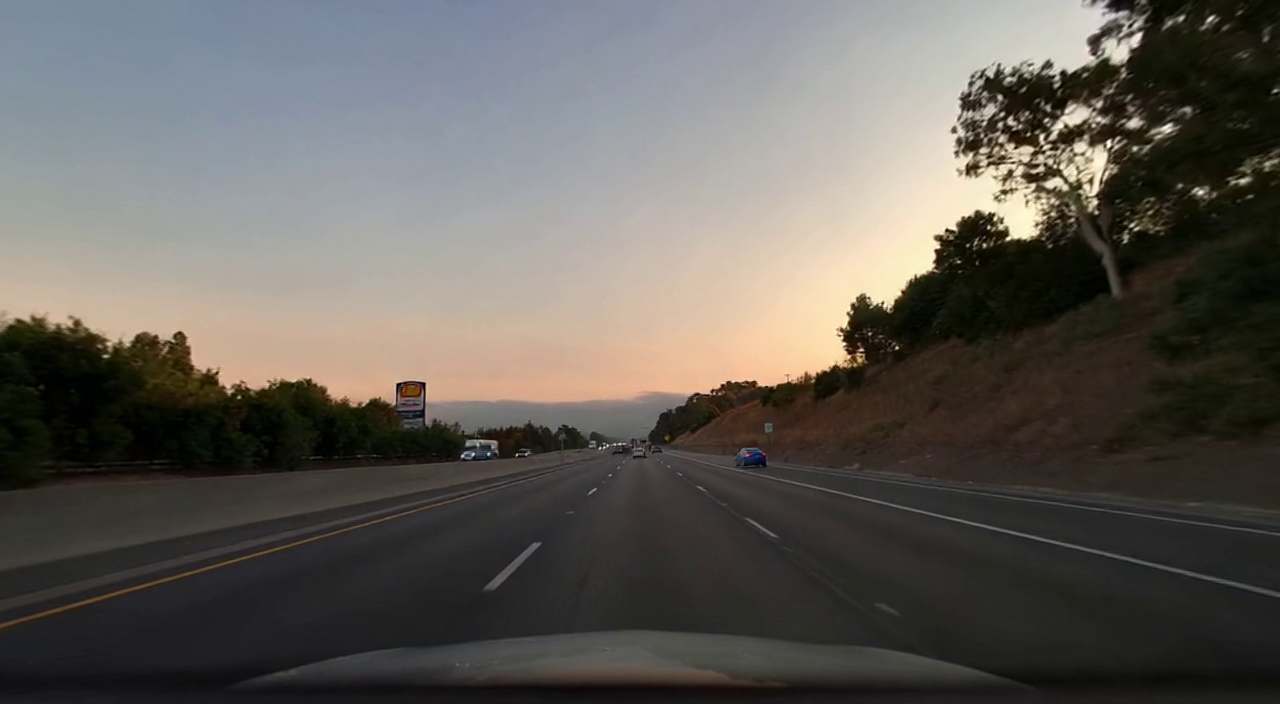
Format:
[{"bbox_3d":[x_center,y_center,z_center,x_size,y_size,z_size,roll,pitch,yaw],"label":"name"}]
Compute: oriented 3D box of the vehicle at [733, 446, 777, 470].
[{"bbox_3d":[7.466,6.917,41.336,1.967,1.472,3.751,0,-9,-3],"label":"vehicle"}]
